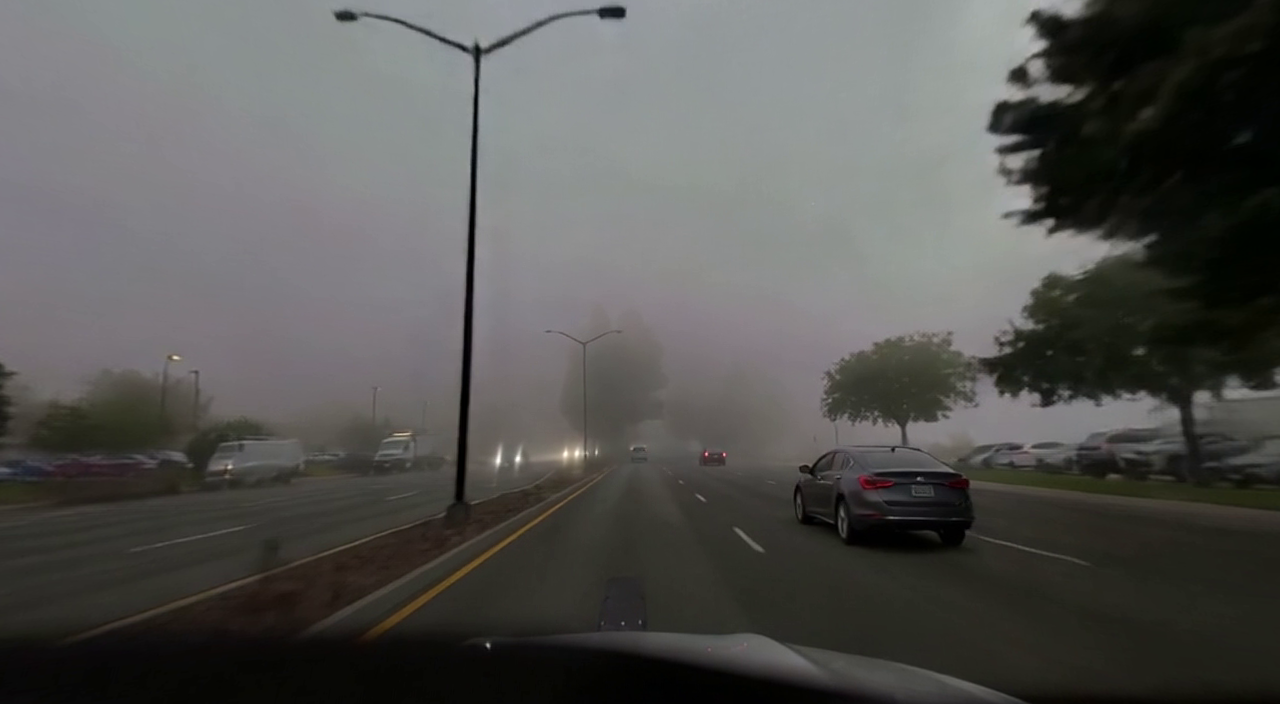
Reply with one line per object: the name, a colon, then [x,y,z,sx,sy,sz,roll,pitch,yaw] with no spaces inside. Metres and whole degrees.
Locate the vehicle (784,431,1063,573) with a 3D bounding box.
vehicle: [3.559,1.949,8.999,1.935,1.501,4.384,0,-9,0]

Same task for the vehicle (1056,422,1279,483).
vehicle: [17.541,3.347,20.965,5.497,1.794,2.333,-1,-8,1]

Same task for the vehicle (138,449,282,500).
vehicle: [-15.365,4.360,22.801,1.936,1.612,4.585,0,-9,0]

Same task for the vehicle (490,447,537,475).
vehicle: [-7.126,6.169,35.797,1.923,1.471,4.646,0,-9,-3]

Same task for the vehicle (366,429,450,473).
vehicle: [-18.089,7.845,49.763,3.043,2.916,9.736,-4,-9,-1]

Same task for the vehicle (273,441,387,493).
vehicle: [-11.926,4.435,24.582,2.145,1.807,4.486,0,-9,0]
